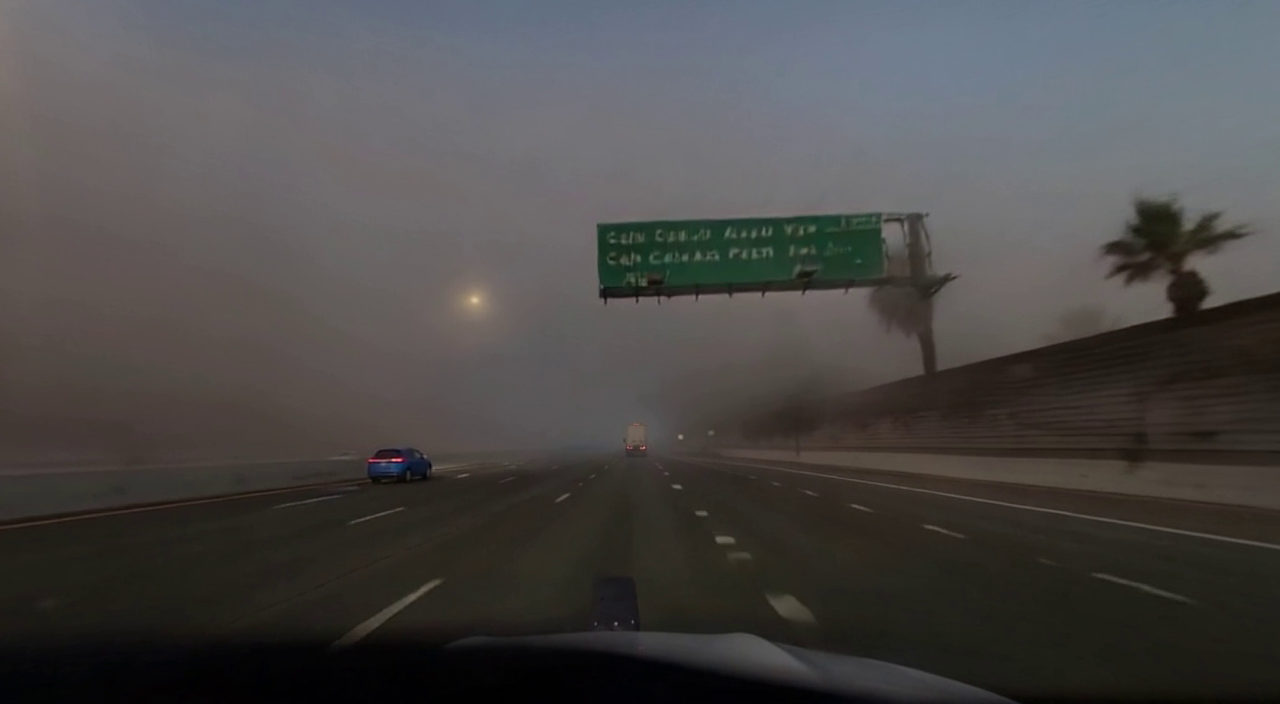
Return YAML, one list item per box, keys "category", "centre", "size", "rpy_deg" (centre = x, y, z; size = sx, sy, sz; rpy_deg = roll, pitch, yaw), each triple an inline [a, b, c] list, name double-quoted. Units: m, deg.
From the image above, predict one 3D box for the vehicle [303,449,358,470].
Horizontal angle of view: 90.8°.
- category: "vehicle"
  centre: [-23.087, 8.013, 47.339]
  size: [1.849, 1.464, 4.466]
  rpy_deg: [0, -9, 0]

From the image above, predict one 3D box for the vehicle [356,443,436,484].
- category: "vehicle"
  centre: [-10.841, 4.955, 28.416]
  size: [1.897, 1.653, 4.113]
  rpy_deg: [0, -9, 0]
